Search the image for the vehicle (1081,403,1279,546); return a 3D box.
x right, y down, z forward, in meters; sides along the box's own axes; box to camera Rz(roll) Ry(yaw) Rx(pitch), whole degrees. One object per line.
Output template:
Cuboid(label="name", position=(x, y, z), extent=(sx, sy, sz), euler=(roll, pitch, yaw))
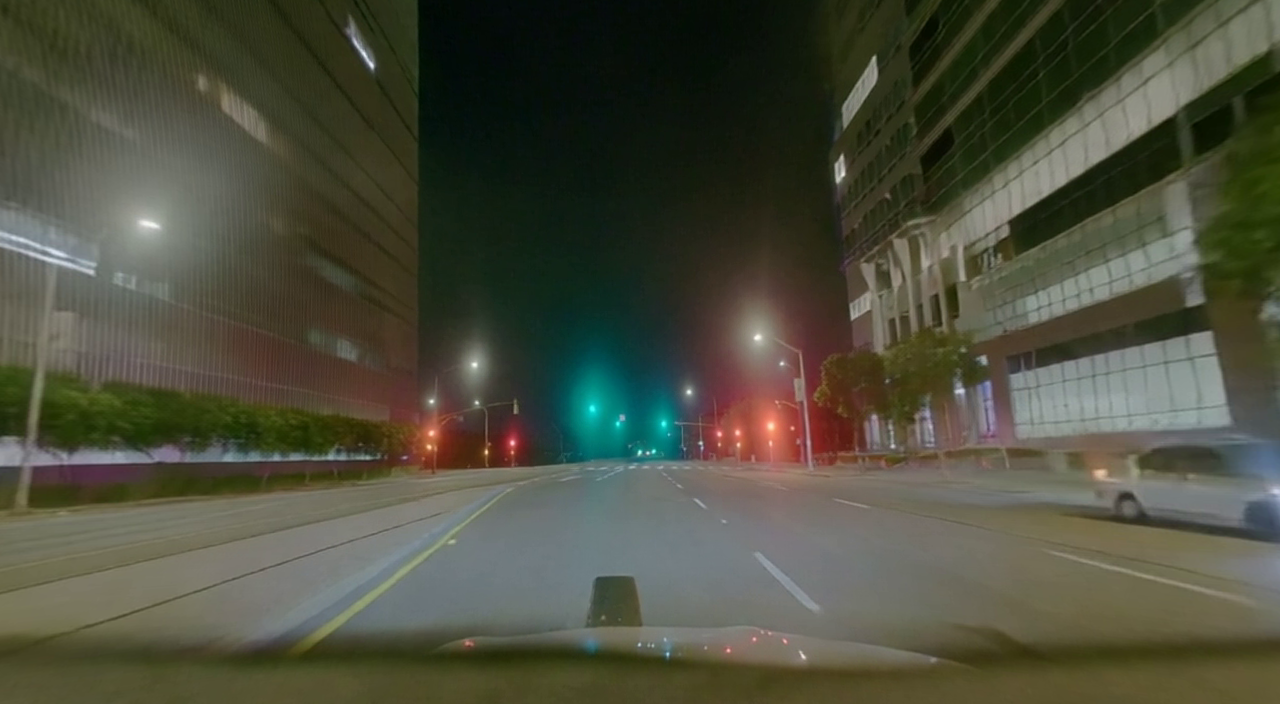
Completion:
Cuboid(label="vehicle", position=(10.021, 1.984, 10.495), extent=(2.101, 1.957, 4.718), euler=(-1, -9, 3))
